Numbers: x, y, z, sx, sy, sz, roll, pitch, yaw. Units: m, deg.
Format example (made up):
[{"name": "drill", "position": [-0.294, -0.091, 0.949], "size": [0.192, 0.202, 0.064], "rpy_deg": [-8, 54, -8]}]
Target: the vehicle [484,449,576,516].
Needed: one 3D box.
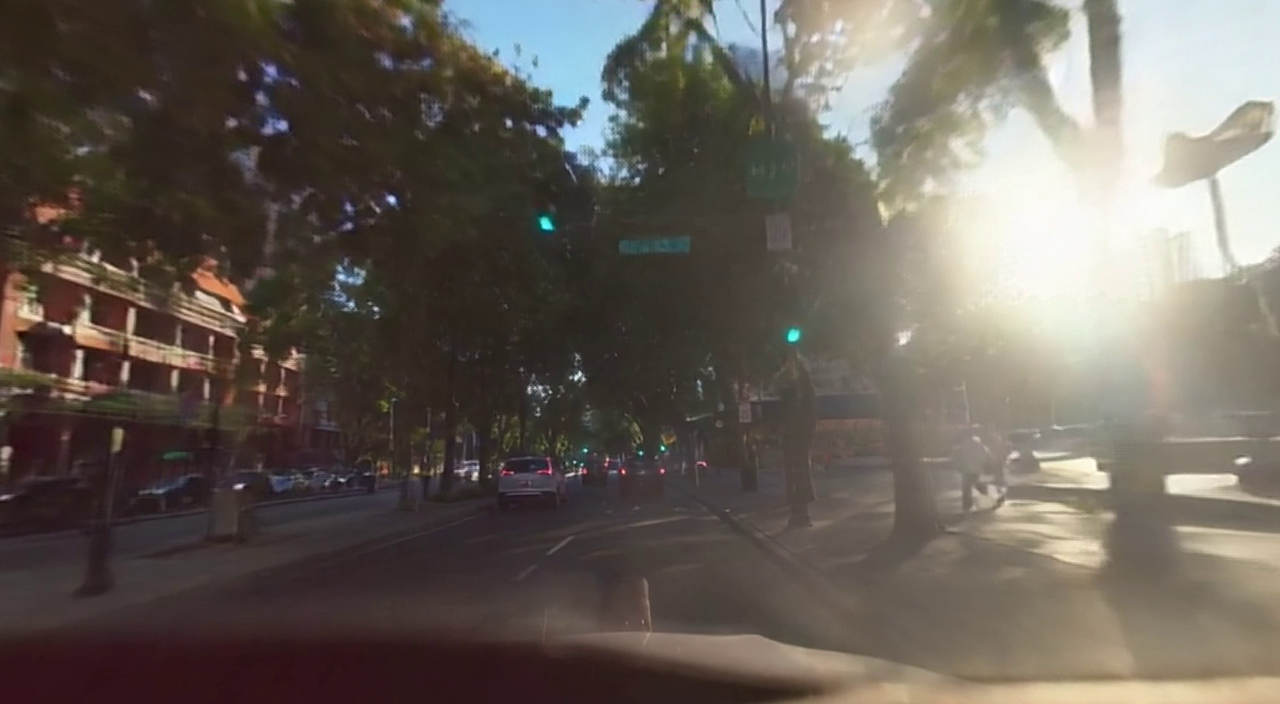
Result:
[{"name": "vehicle", "position": [-3.080, 3.766, 18.514], "size": [1.940, 1.722, 3.823], "rpy_deg": [0, -10, 1]}]

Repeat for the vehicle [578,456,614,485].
[{"name": "vehicle", "position": [-2.909, 8.031, 42.803], "size": [2.220, 1.847, 4.587], "rpy_deg": [0, -10, -2]}]

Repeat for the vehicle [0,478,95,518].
[{"name": "vehicle", "position": [-29.510, 7.021, 30.698], "size": [1.898, 1.641, 4.644], "rpy_deg": [1, -10, -3]}]

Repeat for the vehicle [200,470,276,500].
[{"name": "vehicle", "position": [-27.600, 9.115, 43.502], "size": [1.998, 1.797, 5.035], "rpy_deg": [1, -10, -2]}]

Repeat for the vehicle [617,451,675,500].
[{"name": "vehicle", "position": [0.186, 4.818, 24.836], "size": [2.120, 1.758, 3.917], "rpy_deg": [0, -10, -1]}]
